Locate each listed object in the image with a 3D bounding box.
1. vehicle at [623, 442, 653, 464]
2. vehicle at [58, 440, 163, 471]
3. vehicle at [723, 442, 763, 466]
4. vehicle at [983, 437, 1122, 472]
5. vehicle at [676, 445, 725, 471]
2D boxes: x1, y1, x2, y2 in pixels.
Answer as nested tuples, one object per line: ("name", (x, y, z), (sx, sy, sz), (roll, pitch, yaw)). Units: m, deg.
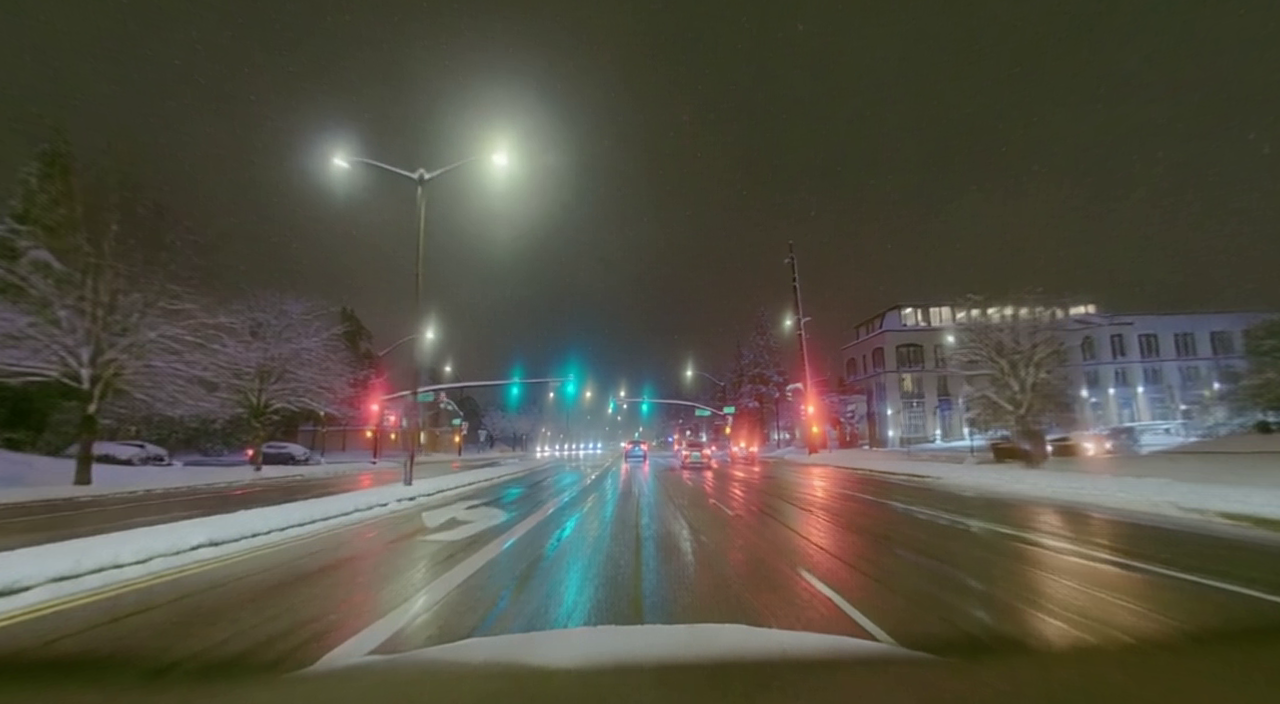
("vehicle", (-0.126, 7.414, 46.428), (2.143, 1.480, 4.006), (0, -8, 0))
("vehicle", (-33.810, 6.607, 40.596), (2.202, 1.774, 5.174), (1, -8, 1))
("vehicle", (6.817, 6.808, 42.214), (1.861, 1.473, 4.393), (0, -8, -1))
("vehicle", (23.742, 5.938, 36.611), (6.313, 1.772, 2.263), (-9, -11, 43))
("vehicle", (3.227, 5.769, 34.678), (2.080, 1.321, 4.382), (0, -9, -2))
